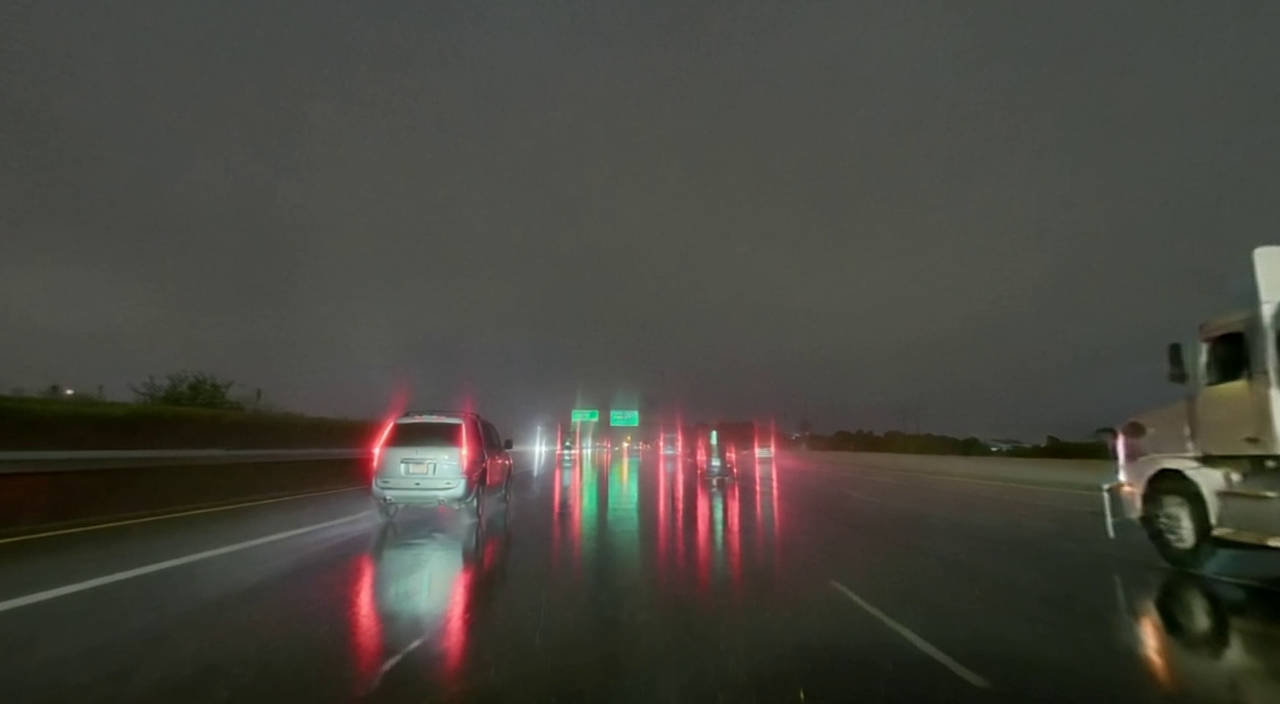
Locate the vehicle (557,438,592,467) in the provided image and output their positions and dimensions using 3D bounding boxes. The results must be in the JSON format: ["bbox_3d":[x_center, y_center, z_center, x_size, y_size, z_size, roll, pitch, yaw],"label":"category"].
[{"bbox_3d":[-4.479,6.913,43.608,2.149,1.843,4.348,1,-9,-3],"label":"vehicle"}]

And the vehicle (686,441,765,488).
[{"bbox_3d":[2.956,4.023,22.872,2.053,1.510,4.400,0,-9,-3],"label":"vehicle"}]

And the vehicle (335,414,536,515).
[{"bbox_3d":[-4.251,2.517,14.619,2.684,1.839,5.803,0,-9,0],"label":"vehicle"}]

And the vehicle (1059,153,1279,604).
[{"bbox_3d":[7.240,-0.267,2.140,3.548,3.827,11.870,0,-9,1],"label":"vehicle"}]
